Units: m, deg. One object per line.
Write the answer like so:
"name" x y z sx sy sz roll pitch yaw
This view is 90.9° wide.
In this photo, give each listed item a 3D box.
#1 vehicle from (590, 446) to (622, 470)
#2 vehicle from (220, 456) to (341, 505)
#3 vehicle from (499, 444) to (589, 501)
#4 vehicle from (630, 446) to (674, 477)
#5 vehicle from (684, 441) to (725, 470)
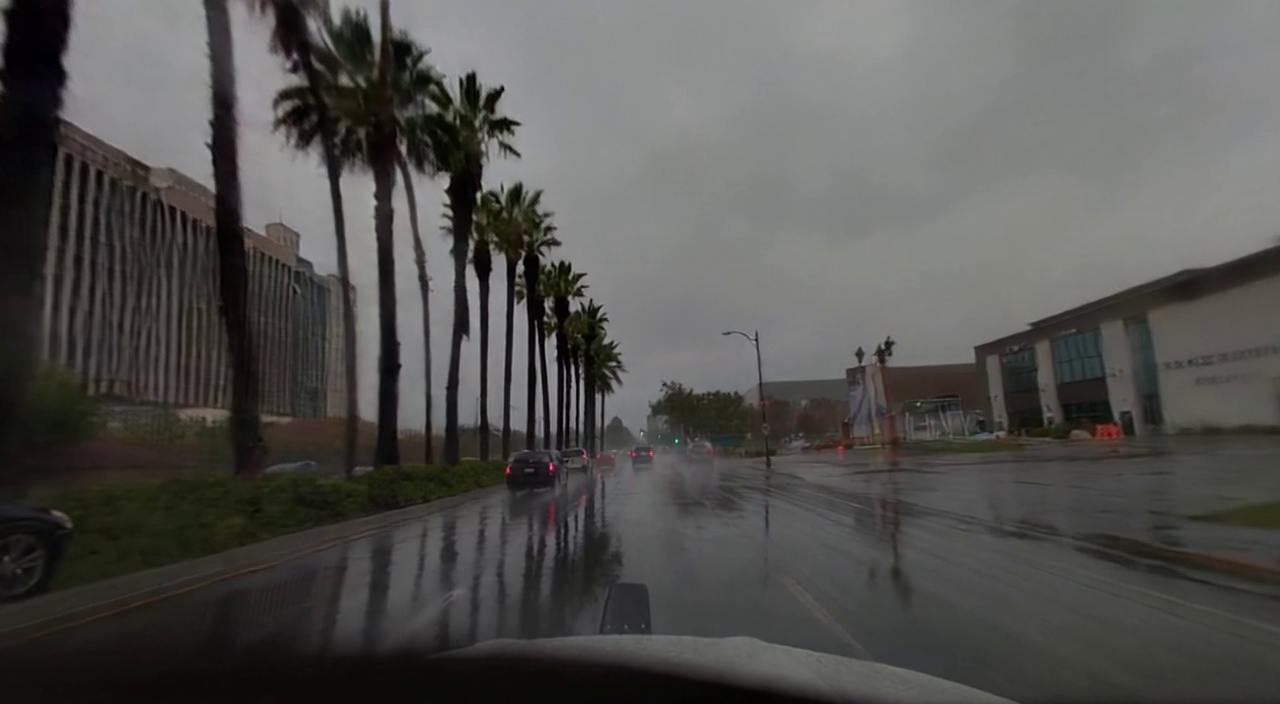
"vehicle" -2.600 8.197 48.969 2.168 1.719 4.283 0 -9 0
"vehicle" -13.978 4.984 24.905 2.026 1.641 4.619 -1 -9 1
"vehicle" -2.748 3.558 19.112 1.908 1.505 4.369 -1 -9 2
"vehicle" 0.610 5.620 32.641 2.147 1.507 3.953 0 -9 0
"vehicle" 4.087 6.687 40.854 2.108 1.785 4.334 0 -9 -1
